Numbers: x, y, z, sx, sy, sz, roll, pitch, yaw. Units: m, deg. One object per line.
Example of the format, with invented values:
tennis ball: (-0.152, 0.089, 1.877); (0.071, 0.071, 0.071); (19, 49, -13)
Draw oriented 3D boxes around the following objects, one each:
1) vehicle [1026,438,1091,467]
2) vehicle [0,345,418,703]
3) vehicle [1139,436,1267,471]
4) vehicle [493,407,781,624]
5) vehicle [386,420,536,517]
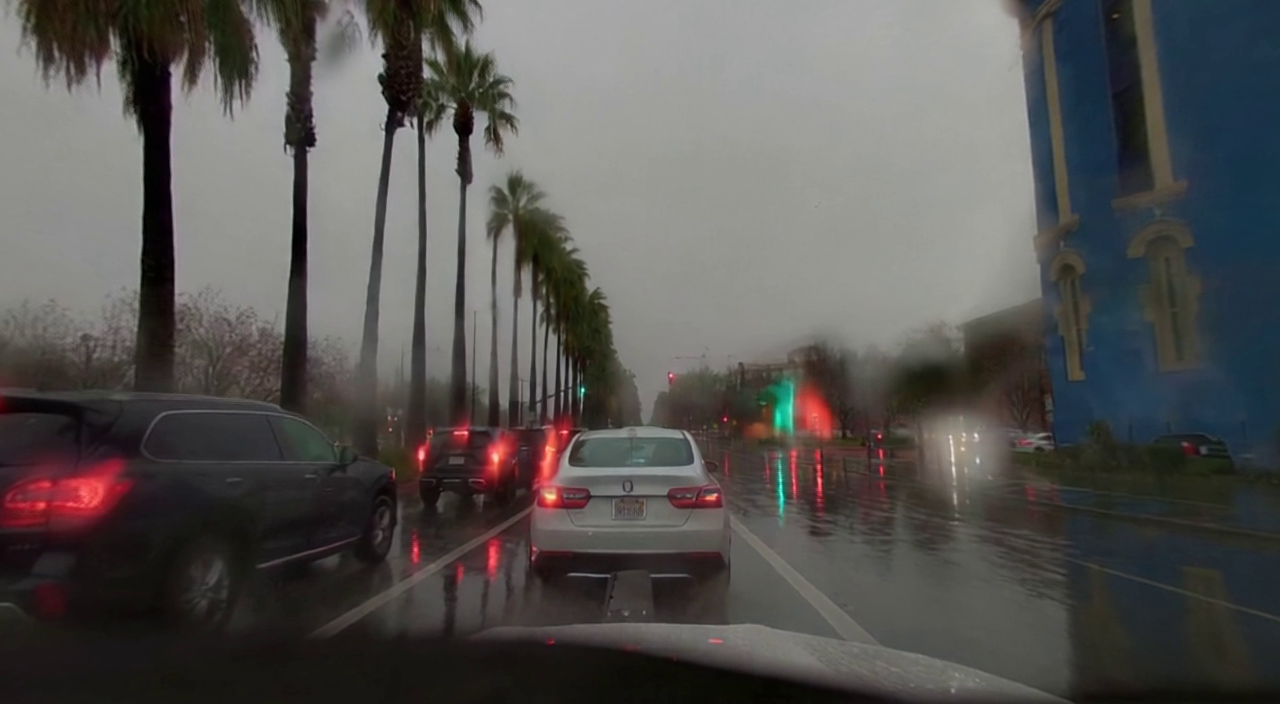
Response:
vehicle: (26.245, 6.307, 39.650); (1.882, 1.672, 3.957); (-2, -9, 11)
vehicle: (-3.530, 1.158, 5.081); (1.914, 1.741, 4.398); (0, -9, -1)
vehicle: (25.477, 4.589, 28.642); (3.914, 1.427, 1.779); (-2, -8, 5)
vehicle: (-0.049, 1.536, 6.869); (2.114, 1.585, 4.285); (0, -9, -1)
vehicle: (-3.464, 2.346, 13.096); (1.840, 1.684, 4.041); (0, -9, 1)
